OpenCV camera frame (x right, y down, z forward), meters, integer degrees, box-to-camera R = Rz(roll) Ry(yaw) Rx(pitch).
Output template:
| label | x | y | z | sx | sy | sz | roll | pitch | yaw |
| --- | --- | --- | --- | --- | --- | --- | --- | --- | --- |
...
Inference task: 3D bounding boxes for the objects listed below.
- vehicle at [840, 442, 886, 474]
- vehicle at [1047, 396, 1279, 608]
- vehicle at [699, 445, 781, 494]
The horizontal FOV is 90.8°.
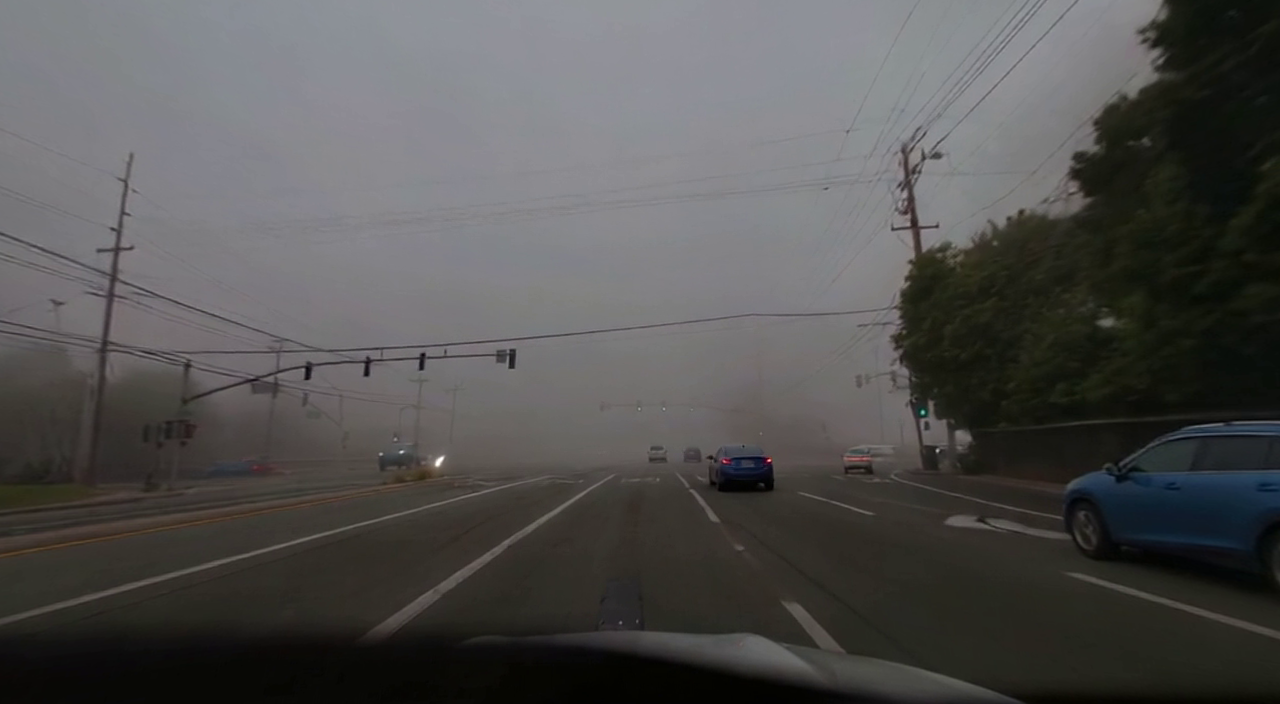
| label | x | y | z | sx | sy | sz | roll | pitch | yaw |
| --- | --- | --- | --- | --- | --- | --- | --- | --- | --- |
| vehicle | 13.169 | 6.264 | 37.537 | 1.949 | 1.758 | 4.215 | -2 | -8 | 11 |
| vehicle | 6.488 | 1.401 | 6.212 | 2.029 | 1.795 | 4.371 | 0 | -8 | 0 |
| vehicle | 3.257 | 3.909 | 21.472 | 2.035 | 1.460 | 4.392 | 0 | -8 | -1 |
